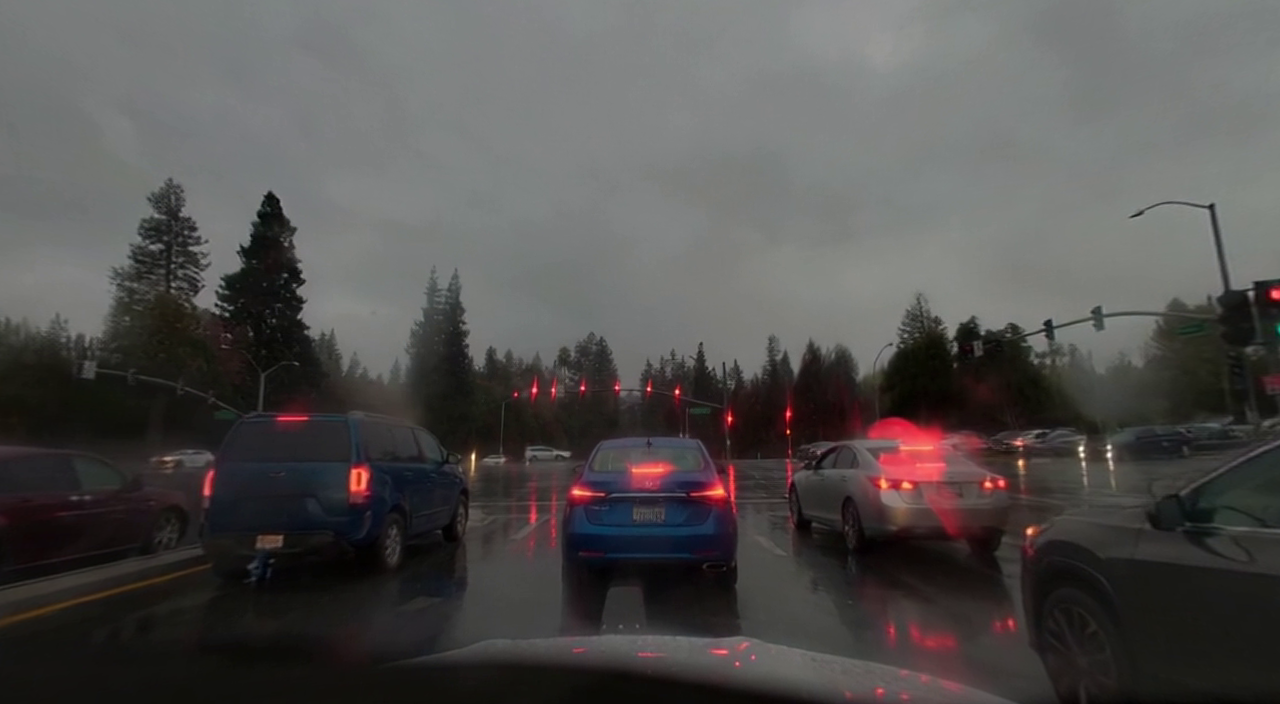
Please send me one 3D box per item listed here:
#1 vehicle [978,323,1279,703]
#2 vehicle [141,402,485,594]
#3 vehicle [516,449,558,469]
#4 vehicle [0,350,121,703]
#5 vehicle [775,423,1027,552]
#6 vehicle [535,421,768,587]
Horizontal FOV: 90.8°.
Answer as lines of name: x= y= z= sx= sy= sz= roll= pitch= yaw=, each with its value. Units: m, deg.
vehicle: x=3.289 y=0.709 z=1.854 sx=2.178 sy=1.691 sz=4.314 roll=0 pitch=-9 yaw=0
vehicle: x=-3.428 y=1.618 z=7.793 sx=1.958 sy=1.693 sz=4.242 roll=0 pitch=-9 yaw=0
vehicle: x=-7.961 y=8.184 z=48.408 sx=1.996 sy=1.442 sz=4.629 roll=4 pitch=-9 yaw=-24
vehicle: x=-3.337 y=0.555 z=0.500 sx=2.034 sy=1.655 sz=4.465 roll=0 pitch=-9 yaw=0
vehicle: x=3.537 y=1.921 z=9.647 sx=1.874 sy=1.487 sz=4.404 roll=0 pitch=-9 yaw=-1
vehicle: x=0.049 y=1.689 z=7.826 sx=2.114 sy=1.482 sz=4.056 roll=0 pitch=-9 yaw=-2
